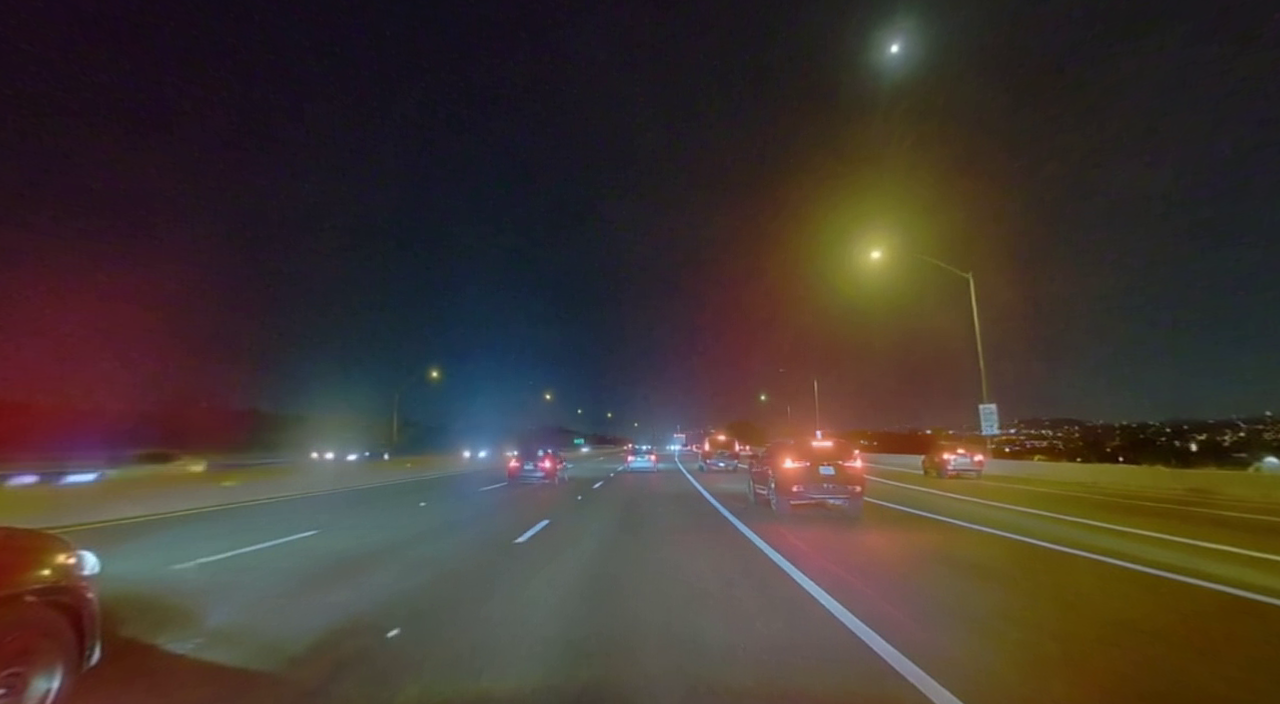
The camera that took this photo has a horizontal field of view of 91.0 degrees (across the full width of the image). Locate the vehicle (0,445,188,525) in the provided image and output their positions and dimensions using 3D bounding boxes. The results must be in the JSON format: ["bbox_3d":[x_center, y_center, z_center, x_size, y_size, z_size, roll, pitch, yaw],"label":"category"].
[{"bbox_3d":[-12.705,2.851,14.104,1.908,1.506,4.253,0,-9,1],"label":"vehicle"}]

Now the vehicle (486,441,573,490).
[{"bbox_3d":[-3.640,3.832,21.611,1.996,1.488,4.451,0,-9,2],"label":"vehicle"}]

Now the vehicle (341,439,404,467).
[{"bbox_3d":[-19.394,7.379,45.977,2.176,1.901,5.057,0,-9,3],"label":"vehicle"}]

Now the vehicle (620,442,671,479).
[{"bbox_3d":[0.243,4.726,27.611,2.071,1.478,4.130,0,-9,1],"label":"vehicle"}]

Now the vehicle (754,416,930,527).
[{"bbox_3d":[3.648,2.256,12.351,2.045,1.768,4.249,0,-9,0],"label":"vehicle"}]

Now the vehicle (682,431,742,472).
[{"bbox_3d":[4.035,5.750,36.546,2.802,2.151,6.579,0,-9,1],"label":"vehicle"}]

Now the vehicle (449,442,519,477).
[{"bbox_3d":[-7.251,5.055,29.778,2.065,1.519,4.491,0,-9,1],"label":"vehicle"}]
